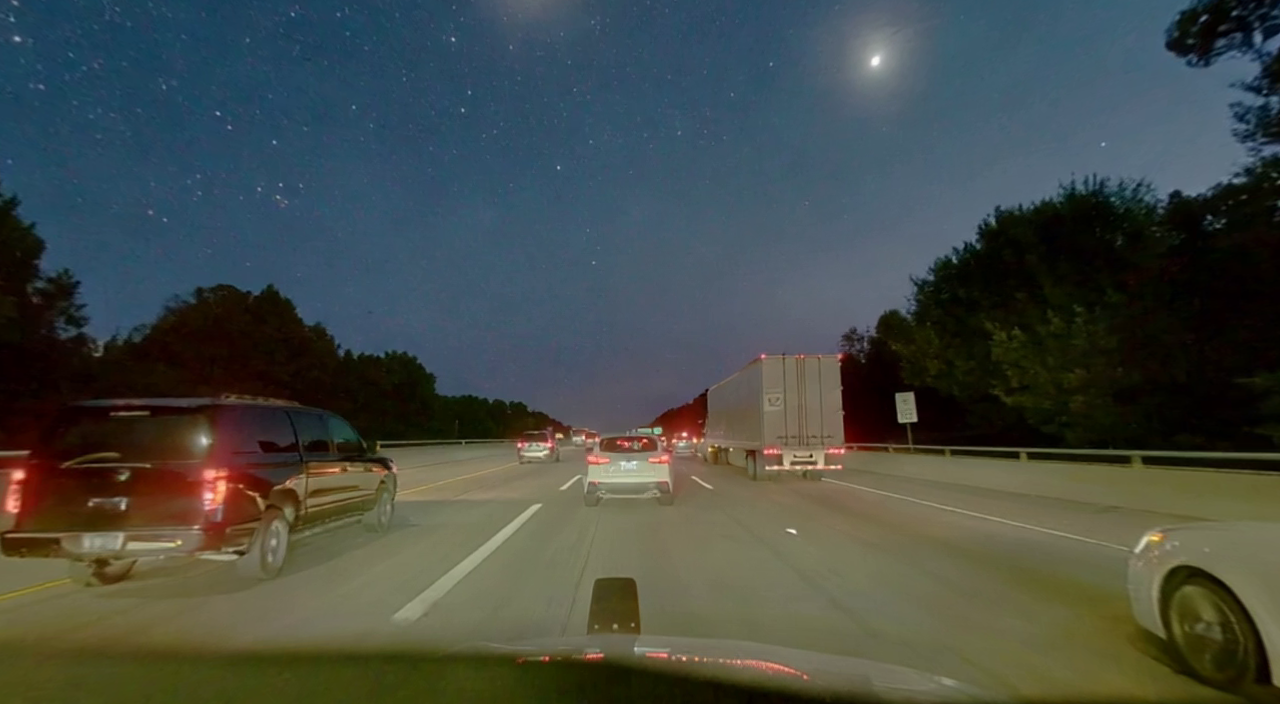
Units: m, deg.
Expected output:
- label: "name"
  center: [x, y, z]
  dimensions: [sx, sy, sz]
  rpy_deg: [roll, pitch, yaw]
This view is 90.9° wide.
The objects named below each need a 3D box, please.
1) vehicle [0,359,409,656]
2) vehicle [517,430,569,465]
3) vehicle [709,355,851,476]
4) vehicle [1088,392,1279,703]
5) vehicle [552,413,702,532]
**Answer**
- label: "vehicle"
  center: [-4.194, 1.231, 6.157]
  dimensions: [2.101, 1.767, 4.702]
  rpy_deg: [0, -8, 0]
- label: "vehicle"
  center: [-4.799, 4.770, 31.617]
  dimensions: [1.971, 1.648, 3.983]
  rpy_deg: [0, -8, 0]
- label: "vehicle"
  center: [5.563, 3.100, 28.677]
  dimensions: [2.888, 4.135, 14.071]
  rpy_deg: [0, -8, -1]
- label: "vehicle"
  center: [3.529, 0.773, 1.531]
  dimensions: [1.951, 1.477, 3.963]
  rpy_deg: [0, -8, 0]
- label: "vehicle"
  center: [-0.203, 1.942, 10.759]
  dimensions: [2.083, 1.647, 3.799]
  rpy_deg: [0, -8, -1]
